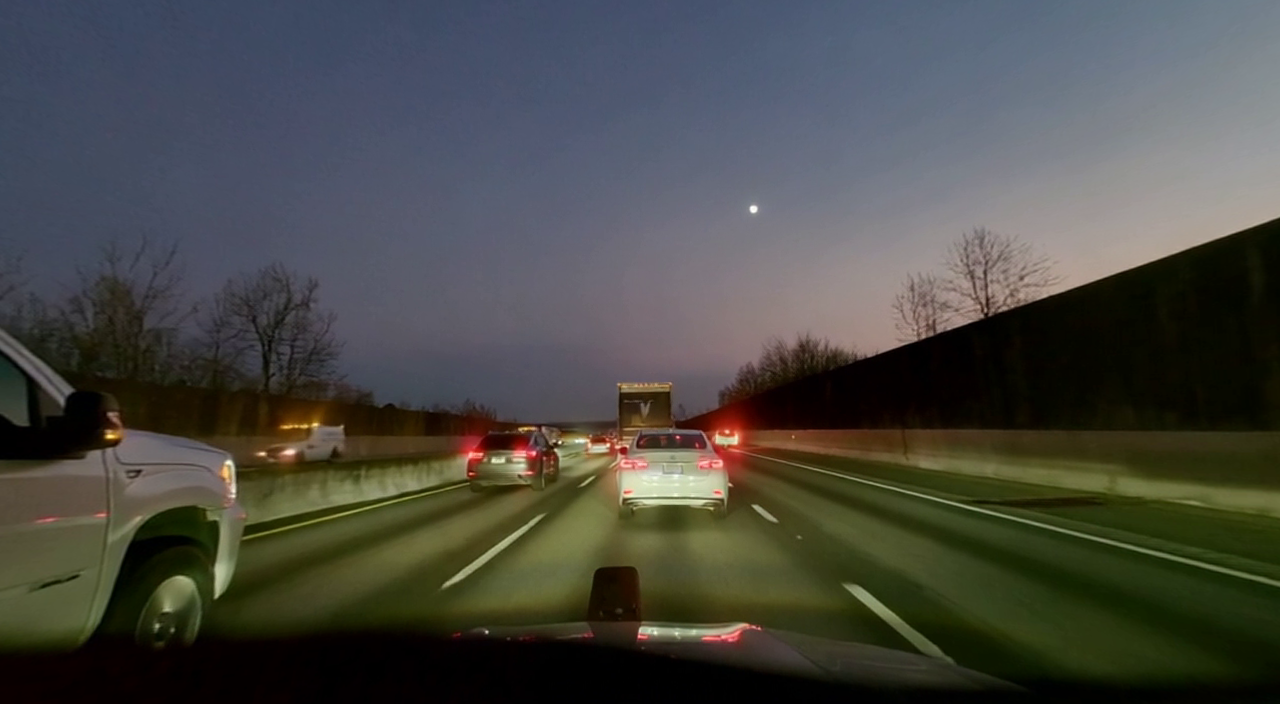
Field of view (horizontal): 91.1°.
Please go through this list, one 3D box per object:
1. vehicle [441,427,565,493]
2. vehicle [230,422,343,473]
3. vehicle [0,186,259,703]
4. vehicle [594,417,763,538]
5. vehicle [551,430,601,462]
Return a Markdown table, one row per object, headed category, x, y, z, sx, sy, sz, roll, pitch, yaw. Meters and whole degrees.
| category | x | y | z | sx | sy | sz | roll | pitch | yaw |
| --- | --- | --- | --- | --- | --- | --- | --- | --- | --- |
| vehicle | -3.363 | 2.740 | 16.418 | 2.087 | 1.457 | 4.313 | 0 | -8 | 2 |
| vehicle | -18.293 | 4.954 | 33.001 | 2.305 | 2.396 | 5.841 | 0 | -8 | 2 |
| vehicle | -4.054 | 0.332 | 1.594 | 2.386 | 2.435 | 5.831 | 0 | -8 | 1 |
| vehicle | 0.544 | 1.841 | 9.945 | 2.089 | 1.485 | 4.153 | 0 | -8 | 2 |
| vehicle | -3.143 | 4.737 | 31.786 | 1.980 | 1.491 | 3.655 | -1 | -8 | 3 |
